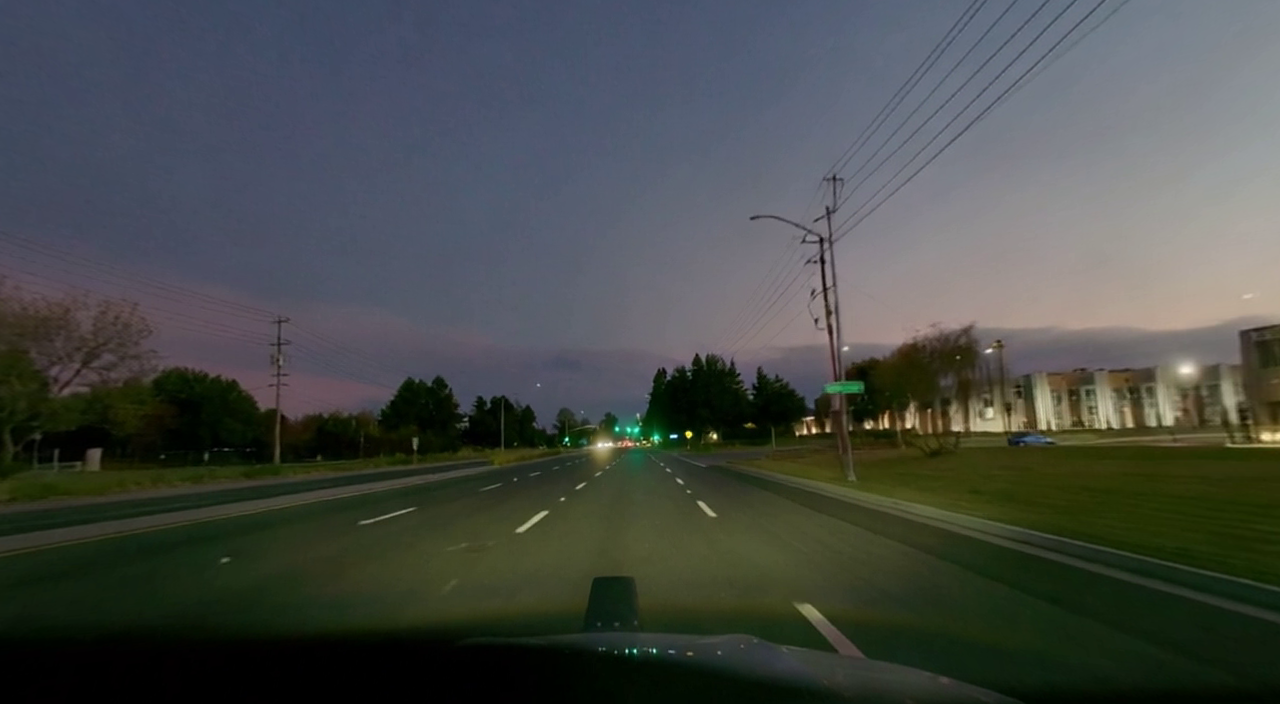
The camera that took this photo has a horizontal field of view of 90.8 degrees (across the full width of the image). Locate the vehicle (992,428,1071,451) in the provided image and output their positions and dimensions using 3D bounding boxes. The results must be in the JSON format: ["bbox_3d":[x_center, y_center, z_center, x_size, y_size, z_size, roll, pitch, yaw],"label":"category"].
[{"bbox_3d":[25.434,5.737,41.283,1.996,1.442,4.785,0,-8,-2],"label":"vehicle"}]
